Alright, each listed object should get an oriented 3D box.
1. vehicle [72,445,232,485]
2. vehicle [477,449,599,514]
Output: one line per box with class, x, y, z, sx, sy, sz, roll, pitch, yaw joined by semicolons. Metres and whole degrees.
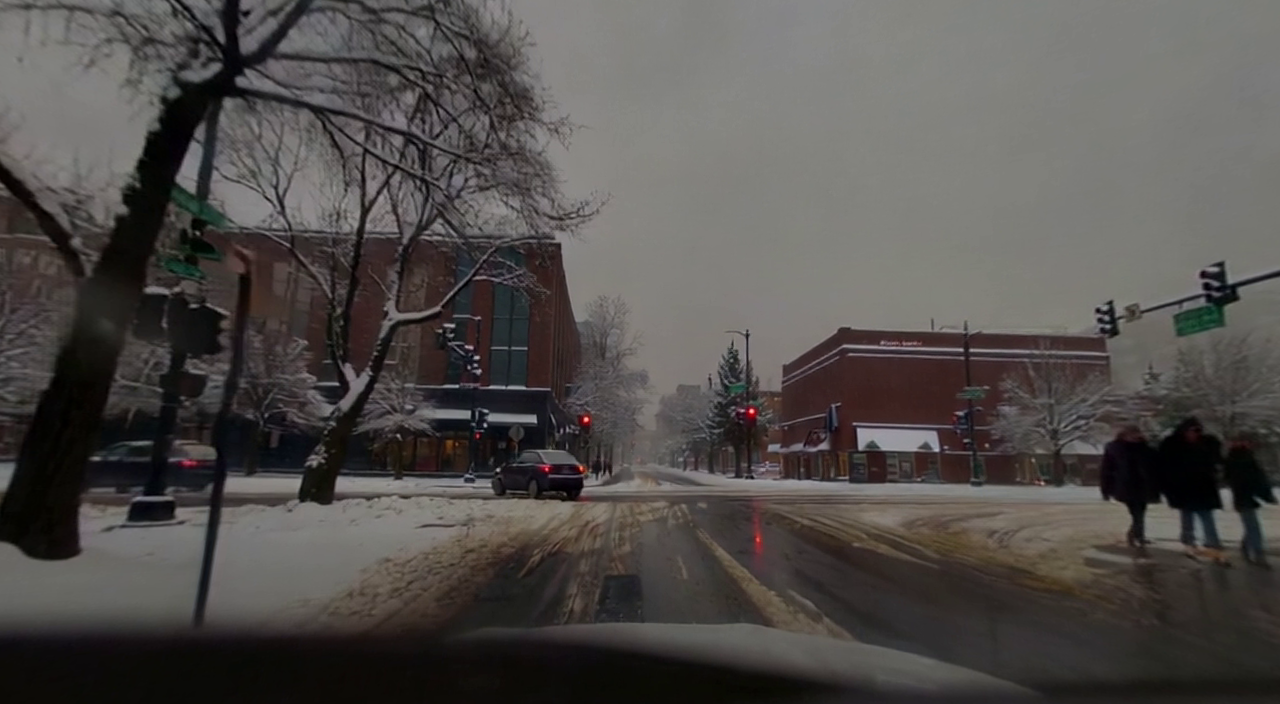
vehicle;-18.844;4.373;24.555;4.627;1.468;1.871;-1;-9;0
vehicle;-2.924;3.402;17.189;2.106;1.482;4.459;4;-10;-25
